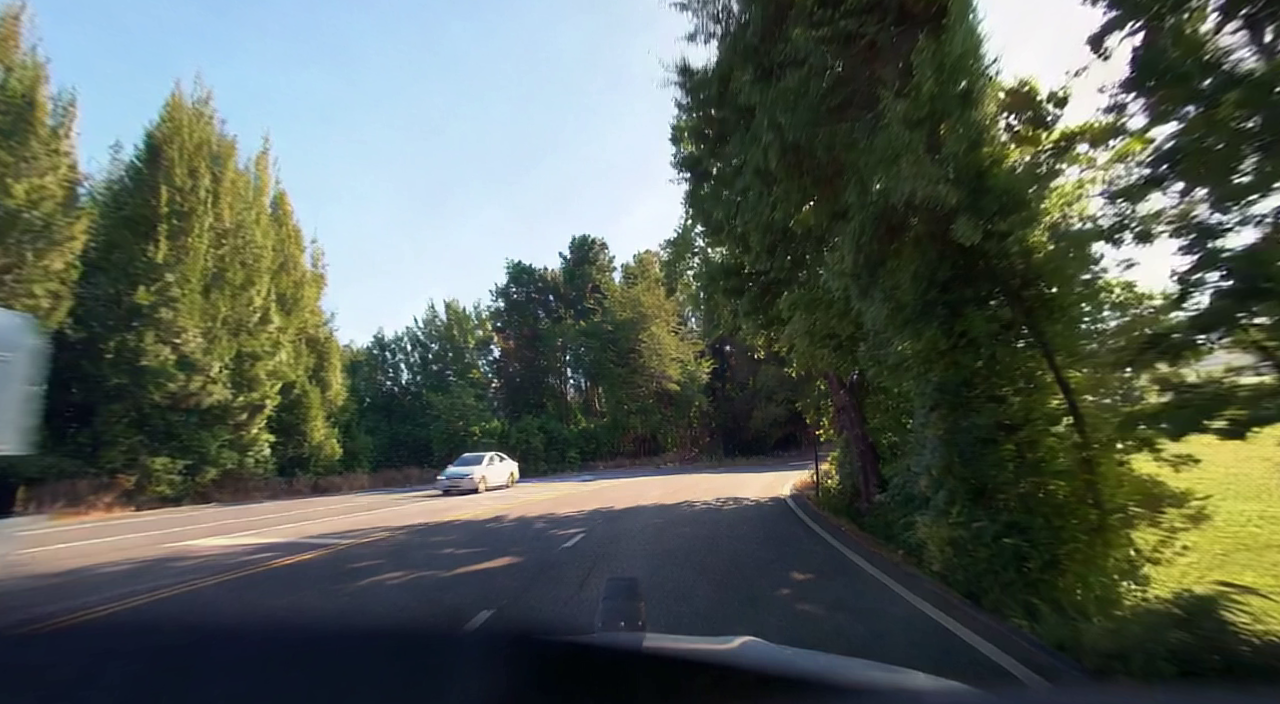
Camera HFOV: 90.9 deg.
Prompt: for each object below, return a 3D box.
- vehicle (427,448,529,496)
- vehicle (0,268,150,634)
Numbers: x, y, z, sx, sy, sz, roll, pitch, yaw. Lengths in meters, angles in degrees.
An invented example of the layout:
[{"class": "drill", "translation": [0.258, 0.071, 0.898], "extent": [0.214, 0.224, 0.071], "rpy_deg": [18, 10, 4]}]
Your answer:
[{"class": "vehicle", "translation": [-5.196, 3.885, 20.730], "extent": [1.811, 1.428, 3.647], "rpy_deg": [-2, -9, 11]}, {"class": "vehicle", "translation": [-6.033, 0.373, 2.431], "extent": [2.362, 2.671, 6.942], "rpy_deg": [0, -9, 3]}]
